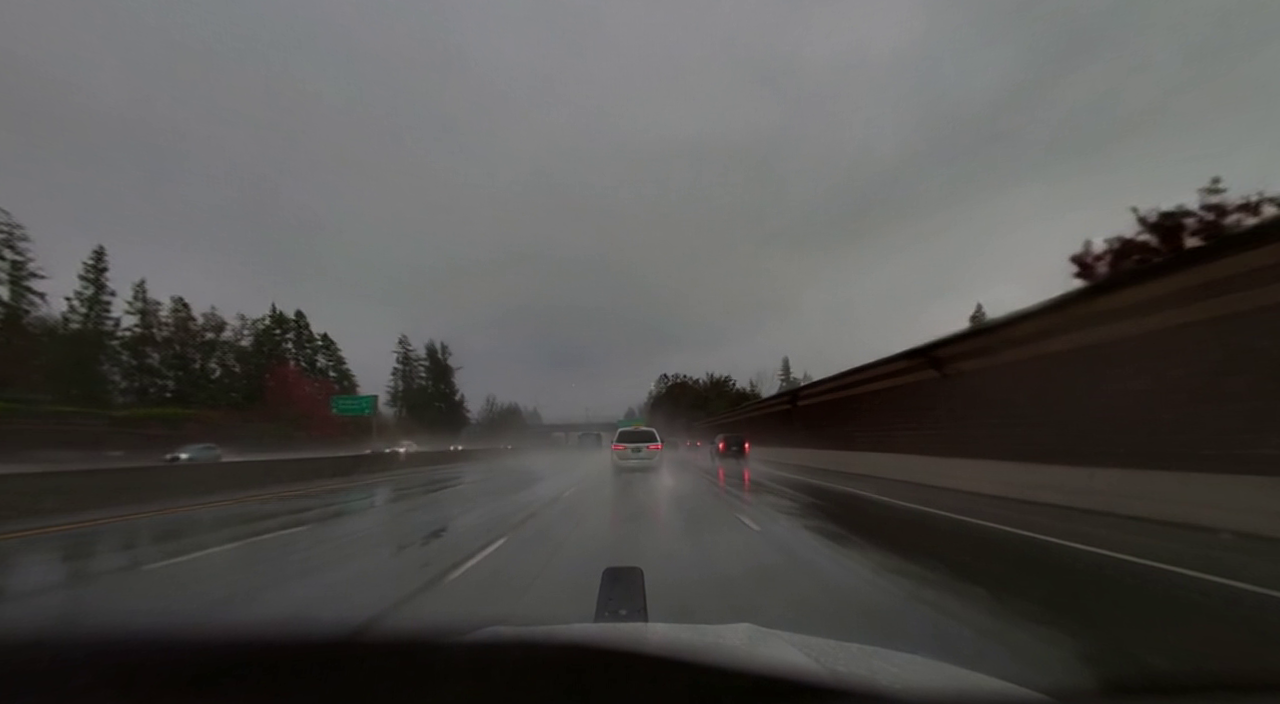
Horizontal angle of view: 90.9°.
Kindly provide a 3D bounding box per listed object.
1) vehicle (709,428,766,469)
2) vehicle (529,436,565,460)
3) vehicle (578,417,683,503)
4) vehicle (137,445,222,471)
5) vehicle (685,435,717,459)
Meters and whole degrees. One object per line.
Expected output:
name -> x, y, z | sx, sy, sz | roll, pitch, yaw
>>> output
vehicle -> 4.642, 4.717, 30.804 | 2.017, 1.847, 4.299 | 0, -9, -1
vehicle -> -6.989, 7.272, 47.674 | 2.024, 1.706, 4.249 | 0, -9, 0
vehicle -> -0.206, 2.633, 15.669 | 2.233, 1.804, 4.273 | 0, -9, 0
vehicle -> -28.409, 6.554, 39.091 | 1.811, 1.505, 4.441 | 0, -9, 1
vehicle -> 4.477, 7.079, 47.007 | 2.001, 1.651, 3.916 | 0, -9, 0
